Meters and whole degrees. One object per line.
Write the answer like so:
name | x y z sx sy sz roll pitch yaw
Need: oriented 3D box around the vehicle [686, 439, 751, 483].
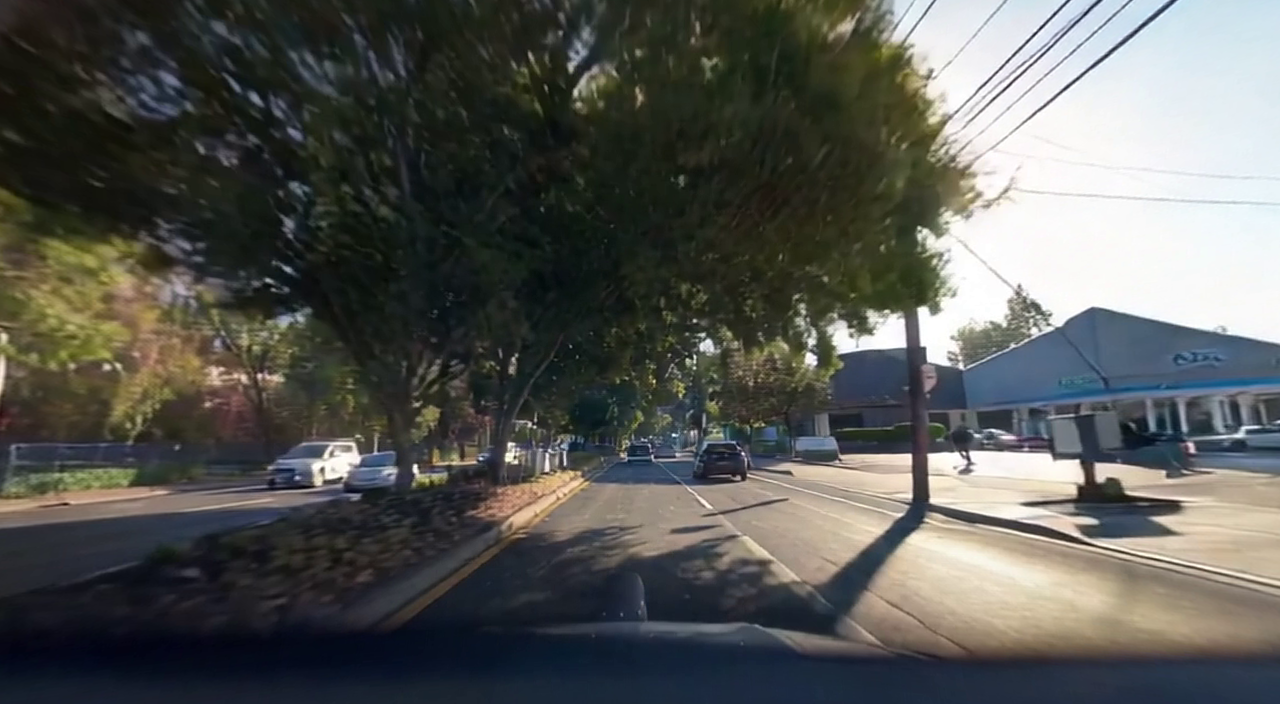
vehicle | 3.103 4.394 25.751 1.990 1.592 4.294 0 -8 -1

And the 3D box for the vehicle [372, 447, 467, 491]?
vehicle | -8.360 4.436 24.475 2.180 1.484 4.612 0 -8 -2

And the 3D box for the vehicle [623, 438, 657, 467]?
vehicle | -0.041 6.771 42.714 2.163 1.825 4.073 0 -8 -1

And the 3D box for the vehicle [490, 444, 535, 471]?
vehicle | -8.584 7.167 43.053 2.089 1.693 4.546 -1 -8 1

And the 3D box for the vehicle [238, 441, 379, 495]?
vehicle | -12.802 4.497 25.020 2.415 1.828 5.778 -1 -8 0
